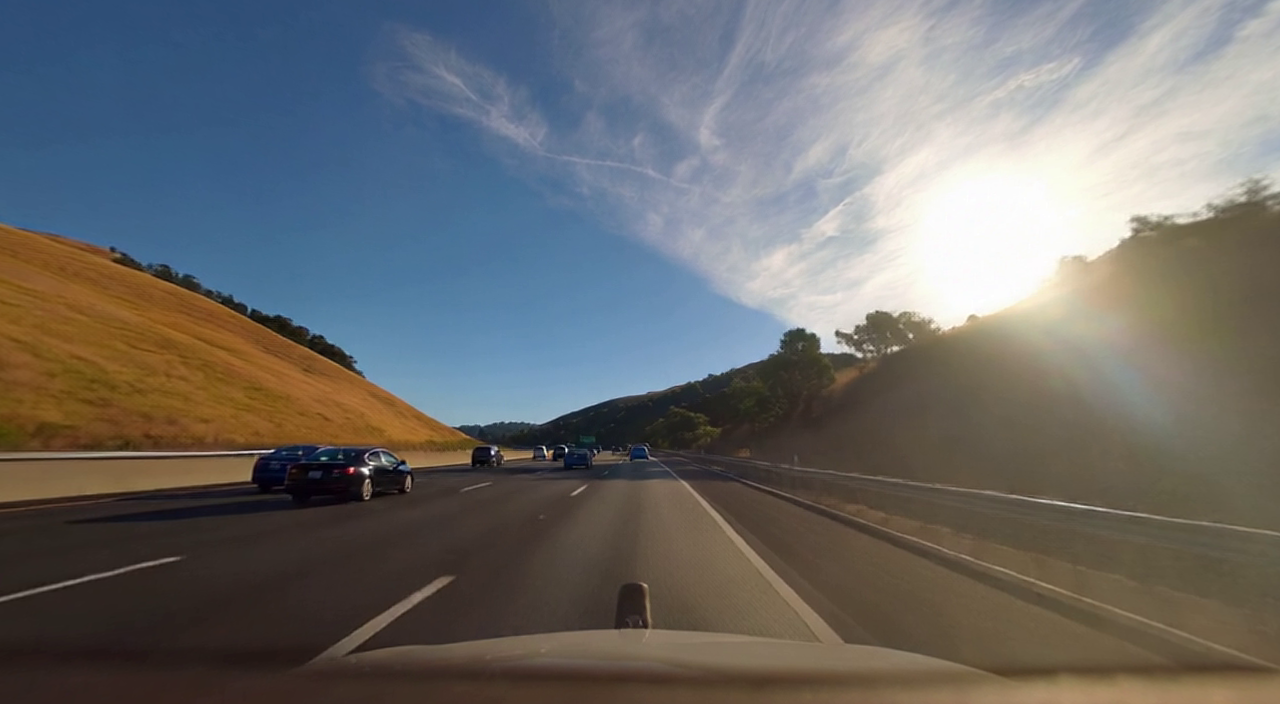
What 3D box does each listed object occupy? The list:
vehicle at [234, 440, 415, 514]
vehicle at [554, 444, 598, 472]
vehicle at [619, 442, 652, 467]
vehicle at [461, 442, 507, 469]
[{"bbox_3d":[-7.068,2.808,14.750,1.991,1.441,4.265,0,-8,1],"label":"vehicle"},{"bbox_3d":[-3.689,6.224,37.354,2.144,1.505,4.649,0,-8,0],"label":"vehicle"},{"bbox_3d":[-0.348,7.179,44.322,2.225,1.674,4.044,0,-8,-1],"label":"vehicle"},{"bbox_3d":[-11.007,7.291,44.711,2.025,1.750,4.505,0,-8,1],"label":"vehicle"}]
